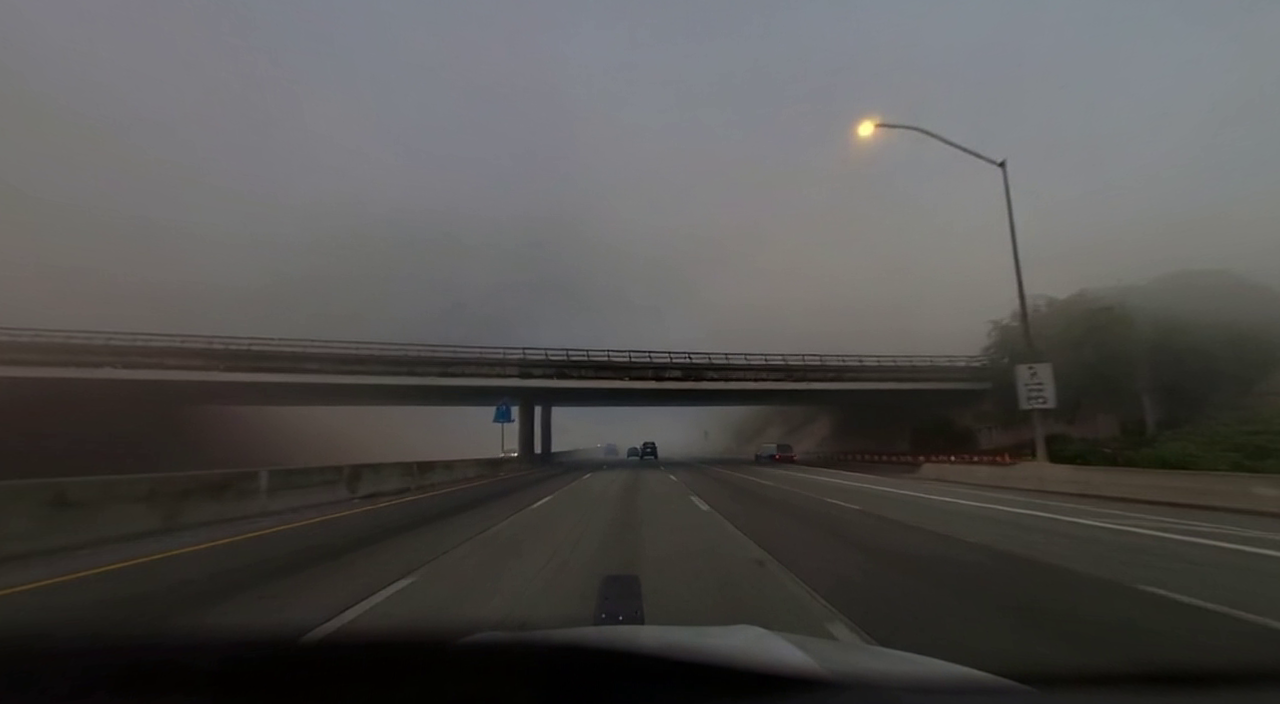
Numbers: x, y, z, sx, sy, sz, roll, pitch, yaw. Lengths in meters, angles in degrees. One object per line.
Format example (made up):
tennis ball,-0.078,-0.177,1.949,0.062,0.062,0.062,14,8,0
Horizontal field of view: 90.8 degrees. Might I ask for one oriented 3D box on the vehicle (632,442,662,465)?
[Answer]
vehicle,0.490,7.665,47.820,2.108,1.658,3.787,0,-8,-1
